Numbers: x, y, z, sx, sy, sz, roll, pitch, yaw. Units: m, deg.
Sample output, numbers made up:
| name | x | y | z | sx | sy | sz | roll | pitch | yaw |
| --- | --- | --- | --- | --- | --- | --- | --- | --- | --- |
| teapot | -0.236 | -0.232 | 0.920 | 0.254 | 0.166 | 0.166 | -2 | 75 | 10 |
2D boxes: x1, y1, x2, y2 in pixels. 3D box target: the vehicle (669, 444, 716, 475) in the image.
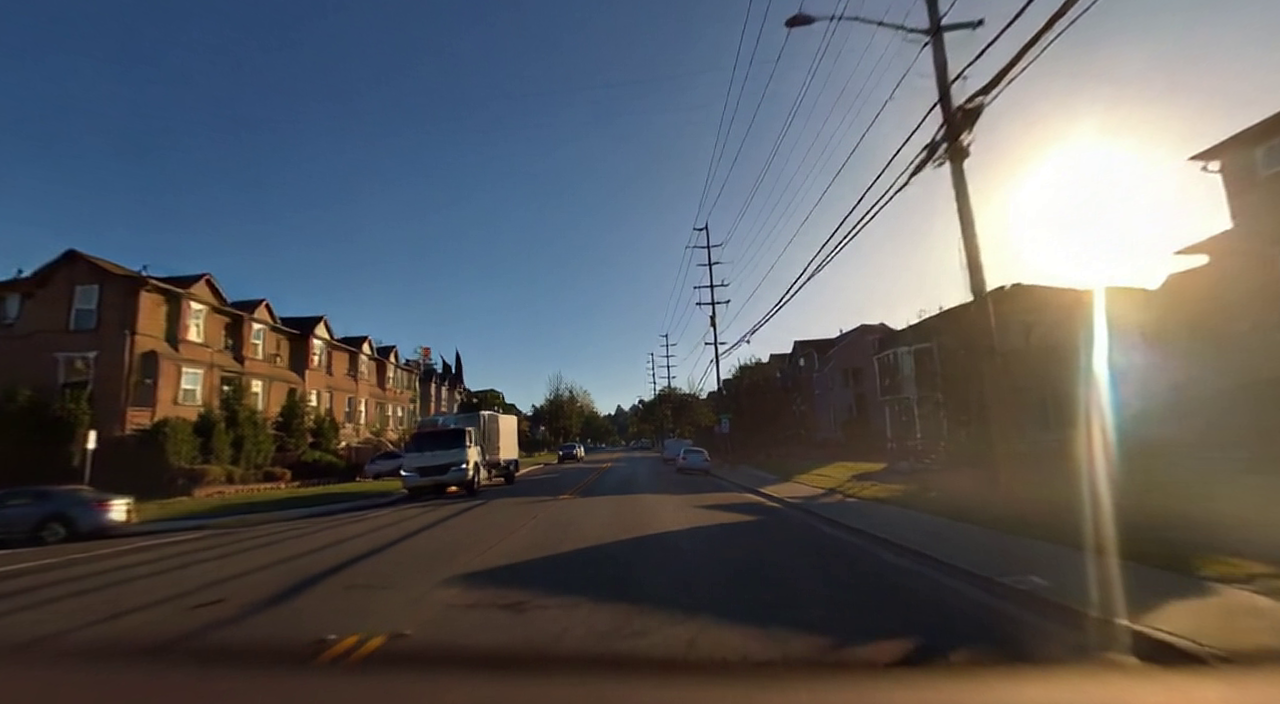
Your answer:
| name | x | y | z | sx | sy | sz | roll | pitch | yaw |
| --- | --- | --- | --- | --- | --- | --- | --- | --- | --- |
| vehicle | 2.671 | 5.609 | 33.181 | 1.890 | 1.463 | 4.952 | 0 | -9 | -1 |

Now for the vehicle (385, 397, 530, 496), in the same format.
| name | x | y | z | sx | sy | sz | roll | pitch | yaw |
| --- | --- | --- | --- | --- | --- | --- | --- | --- | --- |
| vehicle | -6.666 | 3.685 | 24.700 | 3.197 | 3.187 | 7.847 | -1 | -9 | 1 |

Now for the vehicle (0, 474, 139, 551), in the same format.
| name | x | y | z | sx | sy | sz | roll | pitch | yaw |
| --- | --- | --- | --- | --- | --- | --- | --- | --- | --- |
| vehicle | -15.182 | 3.859 | 15.370 | 4.204 | 1.626 | 1.874 | 1 | -9 | -5 |
